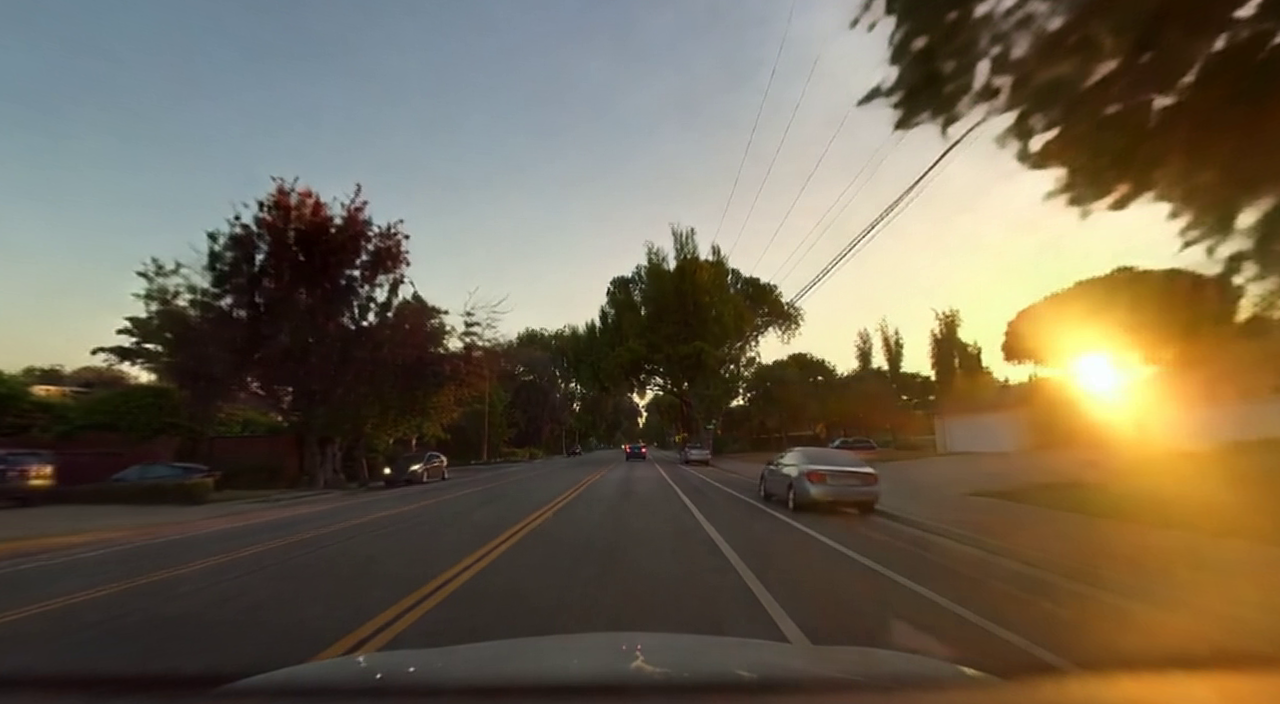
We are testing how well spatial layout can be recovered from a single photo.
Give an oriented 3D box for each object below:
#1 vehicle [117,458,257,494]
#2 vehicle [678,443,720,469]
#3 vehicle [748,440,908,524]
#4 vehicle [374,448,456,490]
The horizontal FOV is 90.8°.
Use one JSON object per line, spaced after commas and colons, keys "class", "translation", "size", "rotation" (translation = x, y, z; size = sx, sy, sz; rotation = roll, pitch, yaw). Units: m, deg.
{"class": "vehicle", "translation": [-18.671, 5.105, 26.186], "size": [4.326, 1.355, 1.812], "rotation": [1, -9, -3]}
{"class": "vehicle", "translation": [3.992, 7.109, 43.447], "size": [2.124, 1.524, 4.698], "rotation": [4, -9, -2]}
{"class": "vehicle", "translation": [3.817, 2.708, 13.807], "size": [2.014, 1.498, 4.484], "rotation": [0, -8, -2]}
{"class": "vehicle", "translation": [-11.280, 5.854, 32.120], "size": [2.086, 1.711, 5.661], "rotation": [-5, -8, 0]}
